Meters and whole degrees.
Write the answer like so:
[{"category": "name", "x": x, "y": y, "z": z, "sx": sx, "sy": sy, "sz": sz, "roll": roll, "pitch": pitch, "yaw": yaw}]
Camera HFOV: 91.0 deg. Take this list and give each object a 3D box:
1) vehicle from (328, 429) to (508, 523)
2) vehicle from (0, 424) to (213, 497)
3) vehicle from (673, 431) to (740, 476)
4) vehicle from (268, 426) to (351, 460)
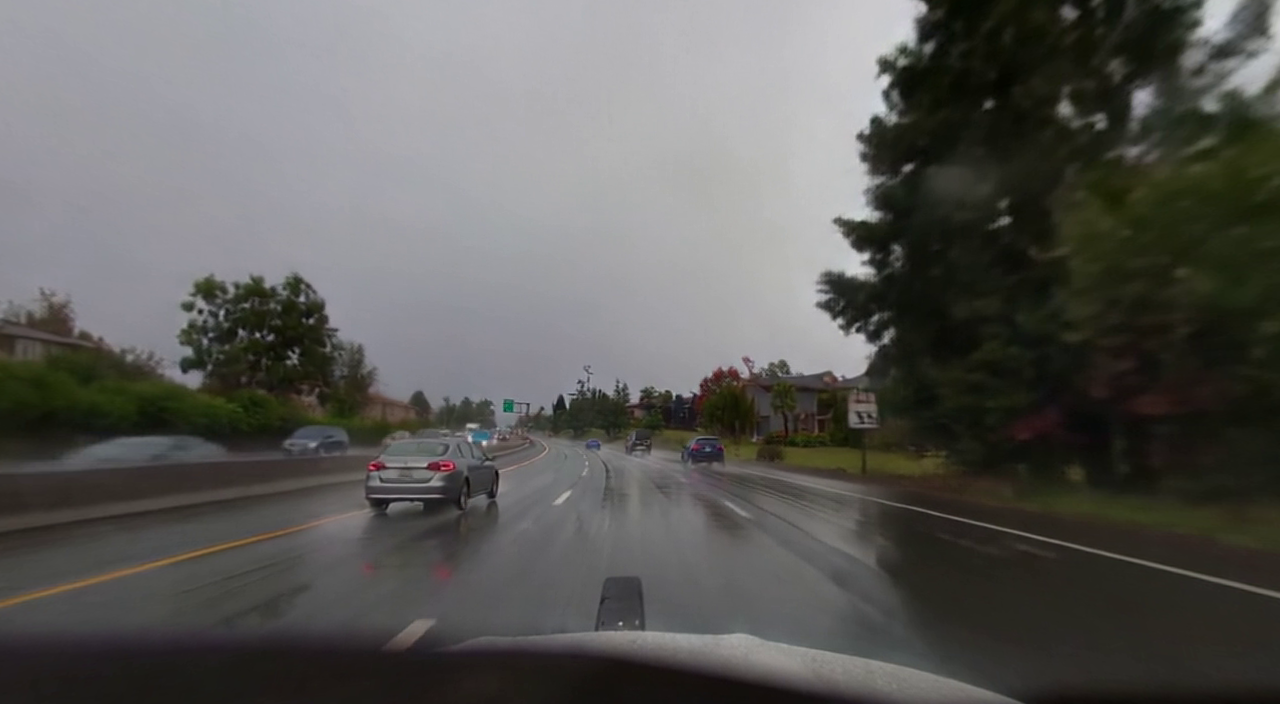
[{"category": "vehicle", "x": -4.108, "y": 2.373, "z": 12.599, "sx": 2.036, "sy": 1.528, "sz": 4.400, "roll": 0, "pitch": -9, "yaw": -1}, {"category": "vehicle", "x": -12.465, "y": 2.531, "z": 14.946, "sx": 1.912, "sy": 1.473, "sz": 3.910, "roll": 0, "pitch": -9, "yaw": -1}, {"category": "vehicle", "x": 2.601, "y": 4.139, "z": 25.778, "sx": 2.092, "sy": 1.686, "sz": 4.188, "roll": 0, "pitch": -9, "yaw": -2}, {"category": "vehicle", "x": -16.855, "y": 4.698, "z": 32.413, "sx": 2.099, "sy": 1.640, "sz": 4.305, "roll": 0, "pitch": -9, "yaw": -3}]
